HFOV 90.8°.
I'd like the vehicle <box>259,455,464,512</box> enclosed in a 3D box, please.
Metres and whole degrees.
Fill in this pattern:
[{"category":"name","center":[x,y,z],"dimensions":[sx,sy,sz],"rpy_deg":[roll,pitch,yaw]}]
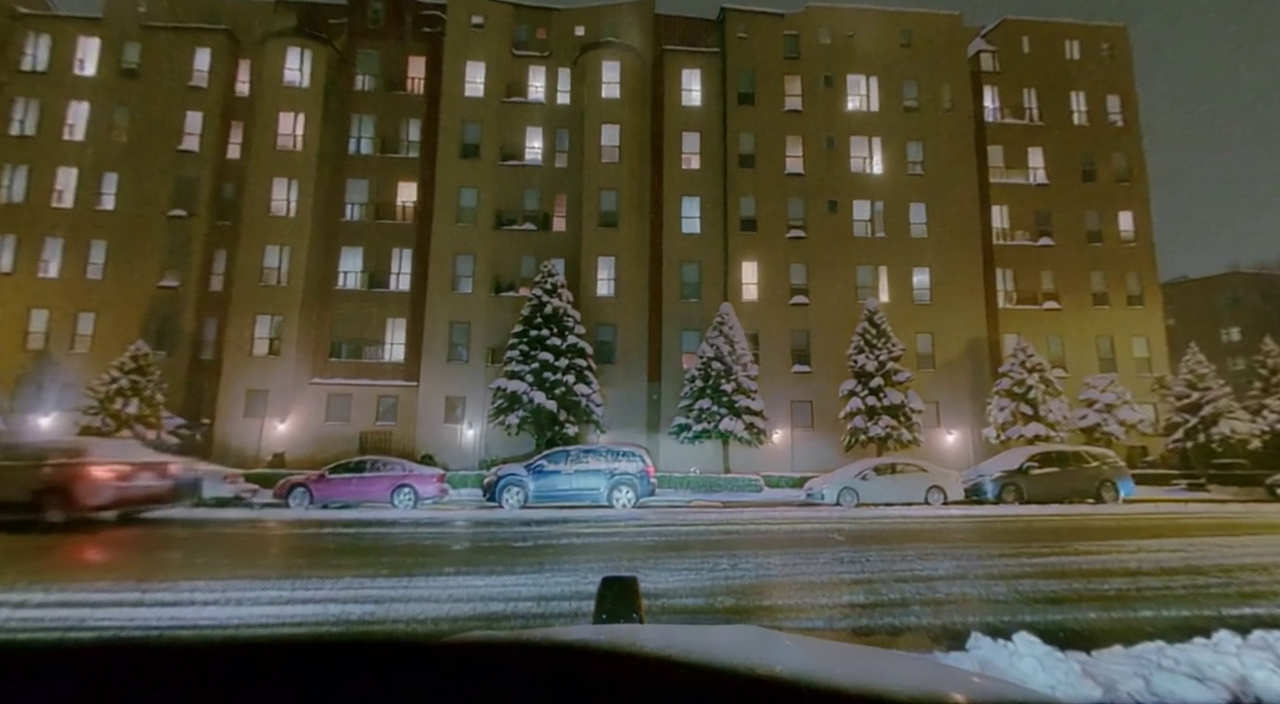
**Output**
[{"category":"vehicle","center":[-7.523,3.631,17.549],"dimensions":[4.851,1.339,1.785],"rpy_deg":[0,-12,-7]}]

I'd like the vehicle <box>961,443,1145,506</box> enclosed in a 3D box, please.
[{"category":"vehicle","center":[13.048,3.827,20.127],"dimensions":[4.544,1.780,1.966],"rpy_deg":[0,-8,-6]}]

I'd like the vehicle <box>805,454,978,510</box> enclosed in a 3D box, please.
[{"category":"vehicle","center":[7.560,3.899,19.174],"dimensions":[4.521,1.411,1.726],"rpy_deg":[0,-9,-9]}]

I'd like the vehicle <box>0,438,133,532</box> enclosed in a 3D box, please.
[{"category":"vehicle","center":[-11.985,2.276,11.030],"dimensions":[4.396,1.501,1.955],"rpy_deg":[1,-9,-7]}]

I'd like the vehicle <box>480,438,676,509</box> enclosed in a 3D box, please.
[{"category":"vehicle","center":[-1.793,3.475,18.213],"dimensions":[5.299,1.860,2.098],"rpy_deg":[2,-11,-10]}]

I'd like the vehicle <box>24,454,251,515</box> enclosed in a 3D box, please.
[{"category":"vehicle","center":[-13.186,3.477,16.863],"dimensions":[4.336,1.438,1.776],"rpy_deg":[1,-8,-8]}]
